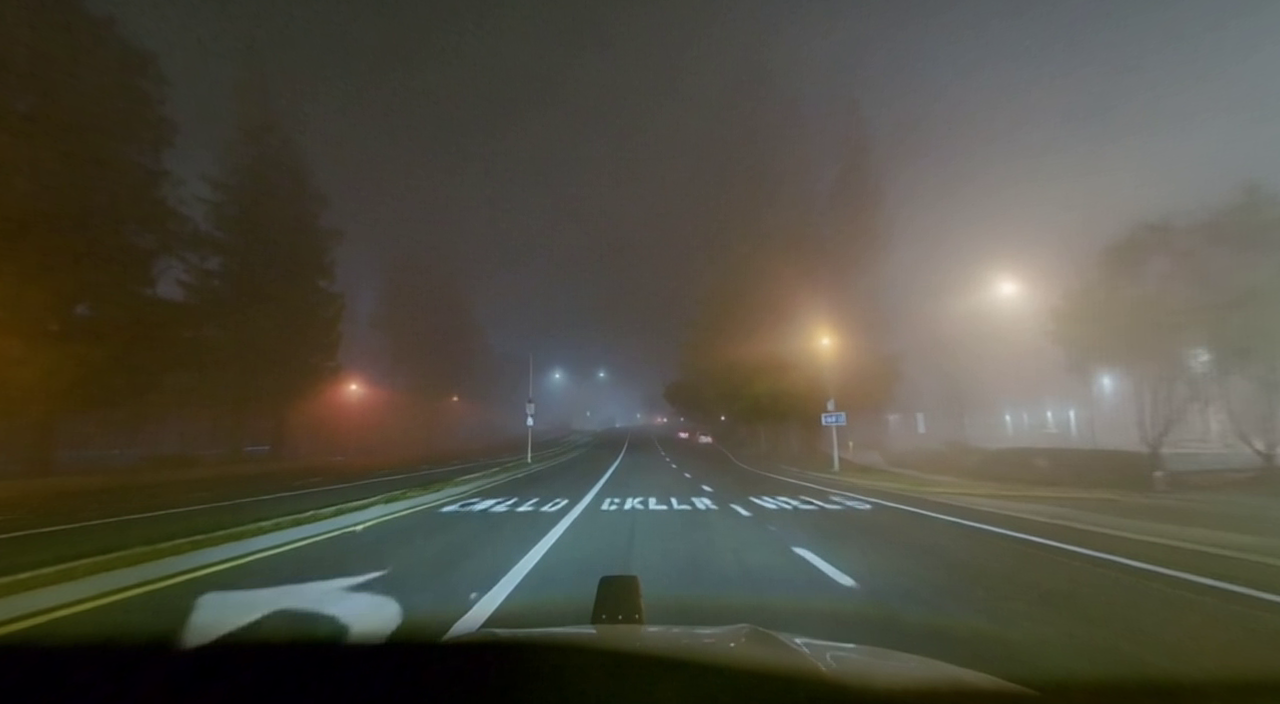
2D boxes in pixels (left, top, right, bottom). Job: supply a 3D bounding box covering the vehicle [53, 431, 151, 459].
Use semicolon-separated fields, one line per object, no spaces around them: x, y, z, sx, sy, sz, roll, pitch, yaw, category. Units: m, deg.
-33.539;5.826;39.462;4.322;1.564;2.204;0;-10;8;vehicle
